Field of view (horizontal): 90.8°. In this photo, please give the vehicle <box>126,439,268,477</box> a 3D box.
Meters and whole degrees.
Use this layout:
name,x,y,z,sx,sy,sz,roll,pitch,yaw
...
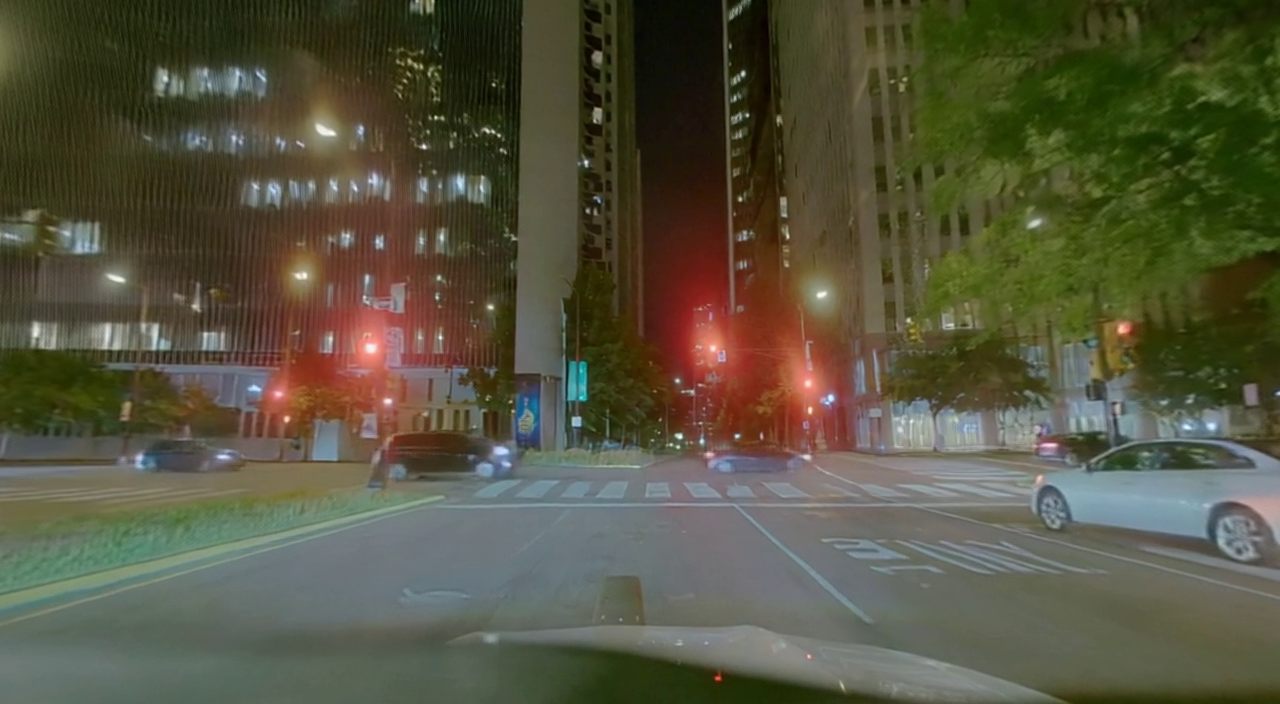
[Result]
name,x,y,z,sx,sy,sz,roll,pitch,yaw
vehicle,-18.429,4.412,26.430,4.482,1.492,1.805,0,-9,-3

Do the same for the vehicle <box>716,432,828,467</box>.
name,x,y,z,sx,sy,sz,roll,pitch,yaw
vehicle,5.804,4.329,28.124,4.503,1.475,1.789,0,-9,-4

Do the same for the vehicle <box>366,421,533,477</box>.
name,x,y,z,sx,sy,sz,roll,pitch,yaw
vehicle,-7.043,3.662,23.992,5.659,1.967,2.149,0,-9,-3

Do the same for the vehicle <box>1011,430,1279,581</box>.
name,x,y,z,sx,sy,sz,roll,pitch,yaw
vehicle,7.321,1.815,8.247,1.936,1.489,4.885,0,-9,-1
